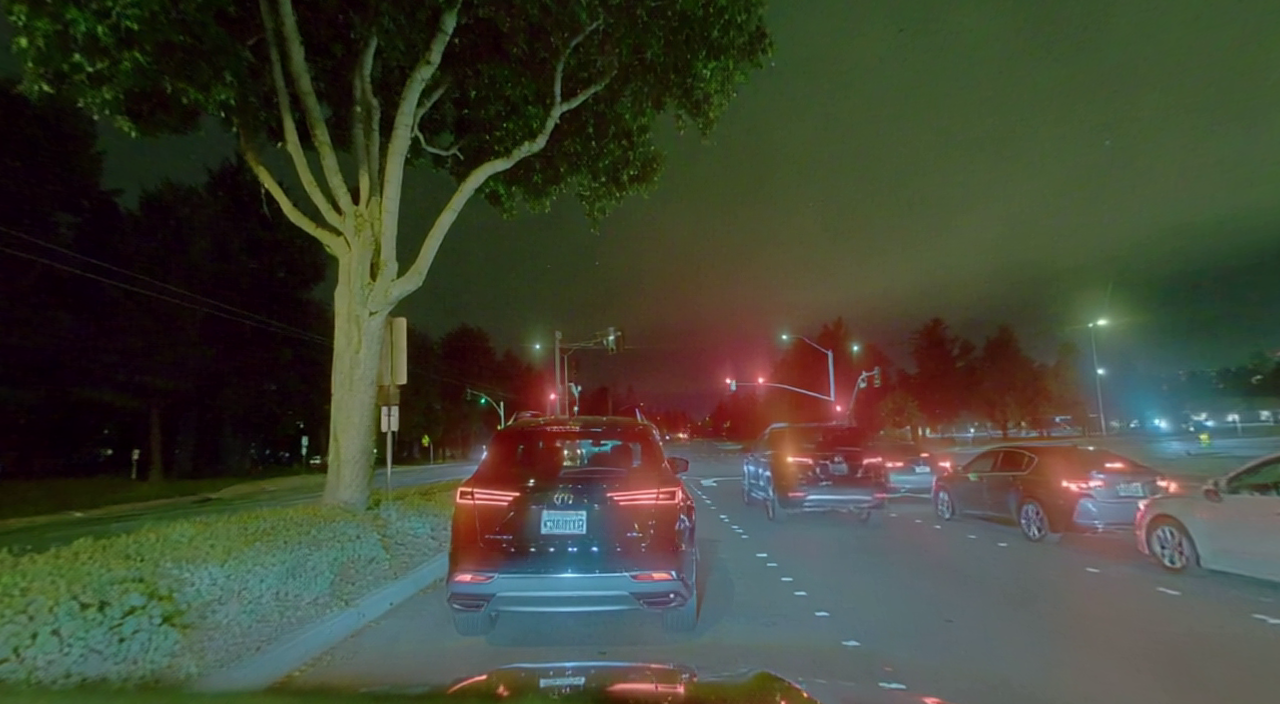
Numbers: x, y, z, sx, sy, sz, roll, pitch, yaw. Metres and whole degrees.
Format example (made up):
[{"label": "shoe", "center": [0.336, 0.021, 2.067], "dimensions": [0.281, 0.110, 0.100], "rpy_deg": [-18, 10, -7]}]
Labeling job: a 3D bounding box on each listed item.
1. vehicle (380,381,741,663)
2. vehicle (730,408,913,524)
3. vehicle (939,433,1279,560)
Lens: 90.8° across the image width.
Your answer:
[{"label": "vehicle", "center": [-0.429, 1.351, 6.073], "dimensions": [2.201, 1.709, 4.271], "rpy_deg": [0, -9, 2]}, {"label": "vehicle", "center": [3.364, 2.258, 12.980], "dimensions": [2.200, 1.909, 4.853], "rpy_deg": [0, -9, -1]}, {"label": "vehicle", "center": [6.602, 2.011, 9.605], "dimensions": [1.894, 1.445, 4.565], "rpy_deg": [0, -9, 0]}]
